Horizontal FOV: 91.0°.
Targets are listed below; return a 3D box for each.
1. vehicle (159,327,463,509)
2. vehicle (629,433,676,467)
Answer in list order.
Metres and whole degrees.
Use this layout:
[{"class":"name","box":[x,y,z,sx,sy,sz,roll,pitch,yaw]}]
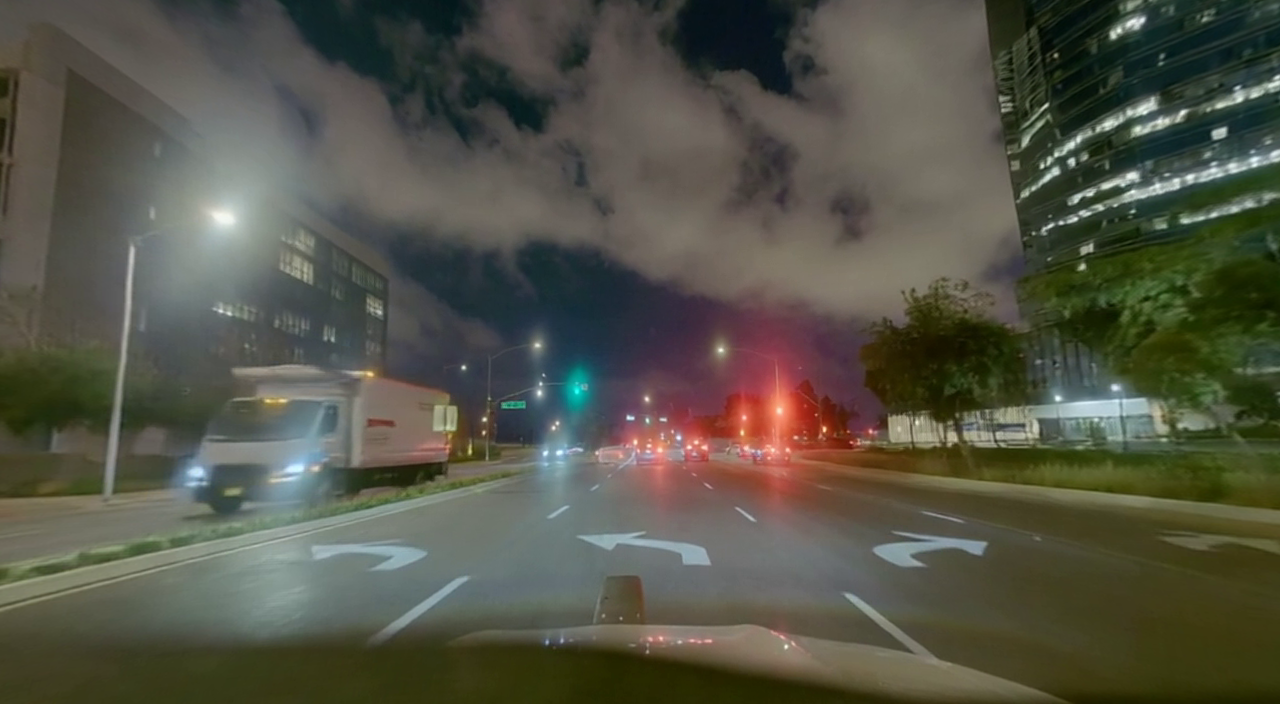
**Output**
[{"class":"vehicle","box":[-8.668,2.245,19.271,3.065,3.928,11.252,0,-9,1]},{"class":"vehicle","box":[0.704,5.813,37.530,2.601,1.878,4.535,0,-9,0]}]
